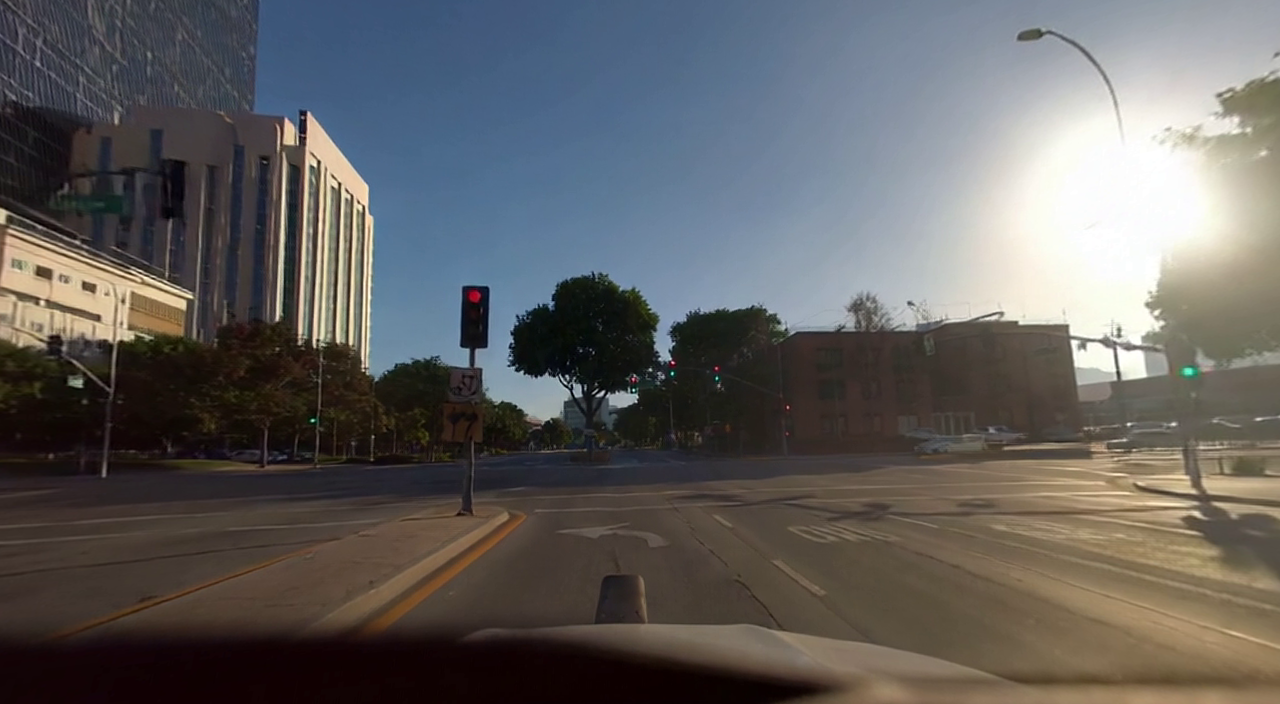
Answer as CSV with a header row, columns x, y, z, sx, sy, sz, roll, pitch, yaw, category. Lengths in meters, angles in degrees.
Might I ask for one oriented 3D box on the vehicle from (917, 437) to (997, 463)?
x,y,z,sx,sy,sz,roll,pitch,yaw,category
21.191,6.543,42.106,4.769,1.634,1.884,3,-9,-20,vehicle
